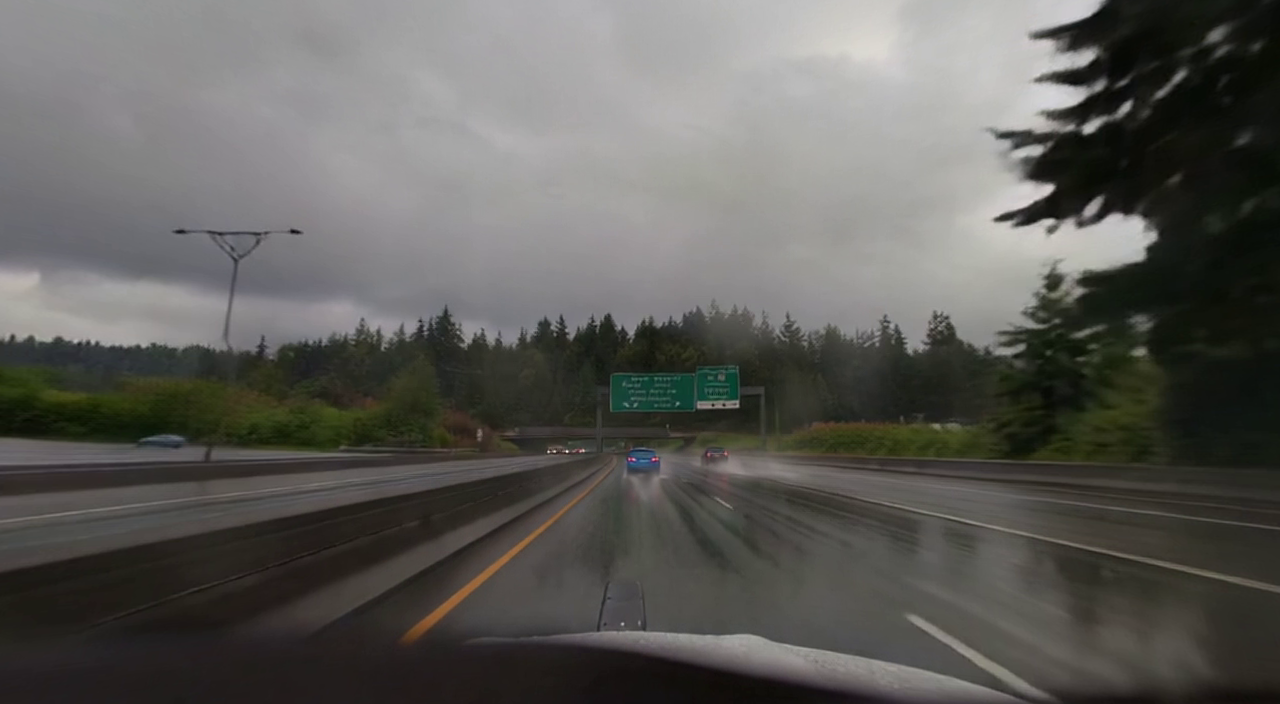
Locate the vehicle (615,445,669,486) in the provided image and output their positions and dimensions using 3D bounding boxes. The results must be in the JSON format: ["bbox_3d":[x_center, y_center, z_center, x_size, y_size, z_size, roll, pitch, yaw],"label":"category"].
[{"bbox_3d":[0.035,4.662,26.235,2.069,1.523,4.012,0,-9,-1],"label":"vehicle"}]
